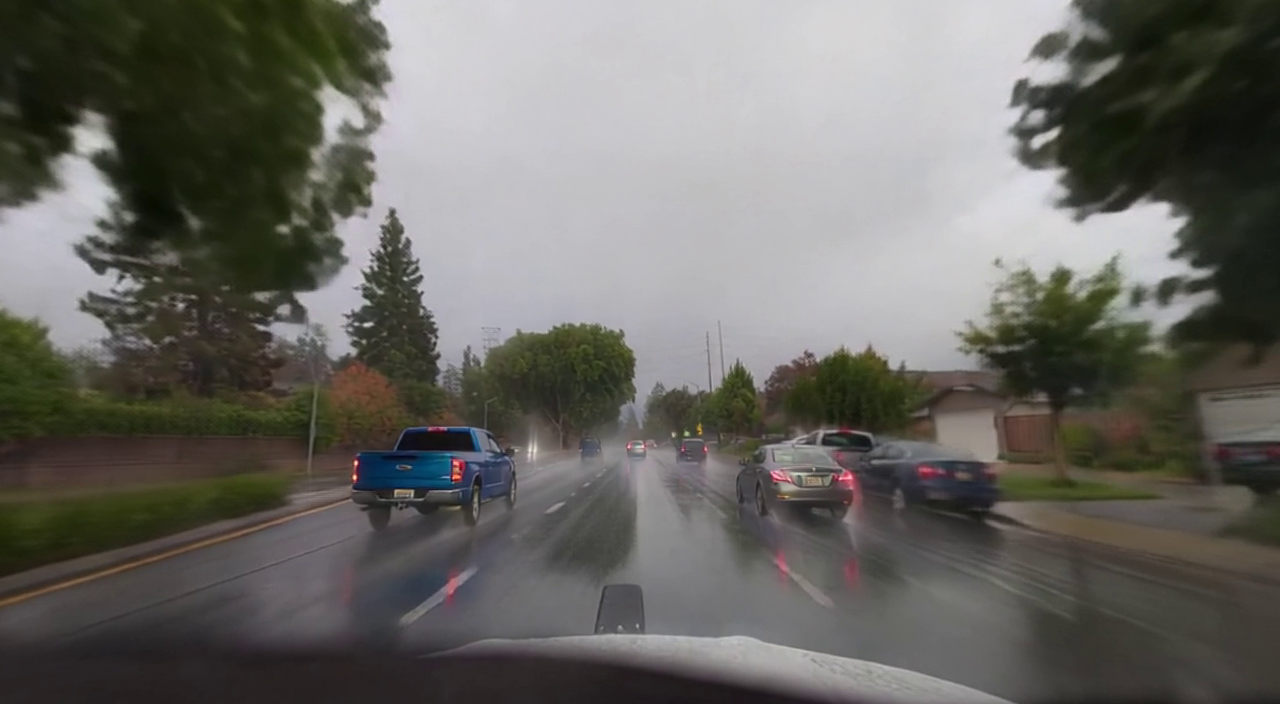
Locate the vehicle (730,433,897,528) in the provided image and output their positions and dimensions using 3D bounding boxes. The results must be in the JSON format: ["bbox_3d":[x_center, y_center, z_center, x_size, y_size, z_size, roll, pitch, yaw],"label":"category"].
[{"bbox_3d":[3.032,2.324,12.076,1.884,1.463,4.195,0,-8,-2],"label":"vehicle"}]

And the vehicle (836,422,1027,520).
[{"bbox_3d":[6.334,2.624,14.554,2.031,1.837,4.822,0,-8,-1],"label":"vehicle"}]

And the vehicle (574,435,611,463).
[{"bbox_3d":[-3.279,6.747,44.082,2.218,1.829,4.492,0,-8,0],"label":"vehicle"}]

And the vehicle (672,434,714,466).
[{"bbox_3d":[3.208,6.033,39.146,2.099,1.845,4.363,0,-8,-2],"label":"vehicle"}]

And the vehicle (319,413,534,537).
[{"bbox_3d":[-3.490,2.134,11.705,2.111,1.745,5.274,0,-8,0],"label":"vehicle"}]
